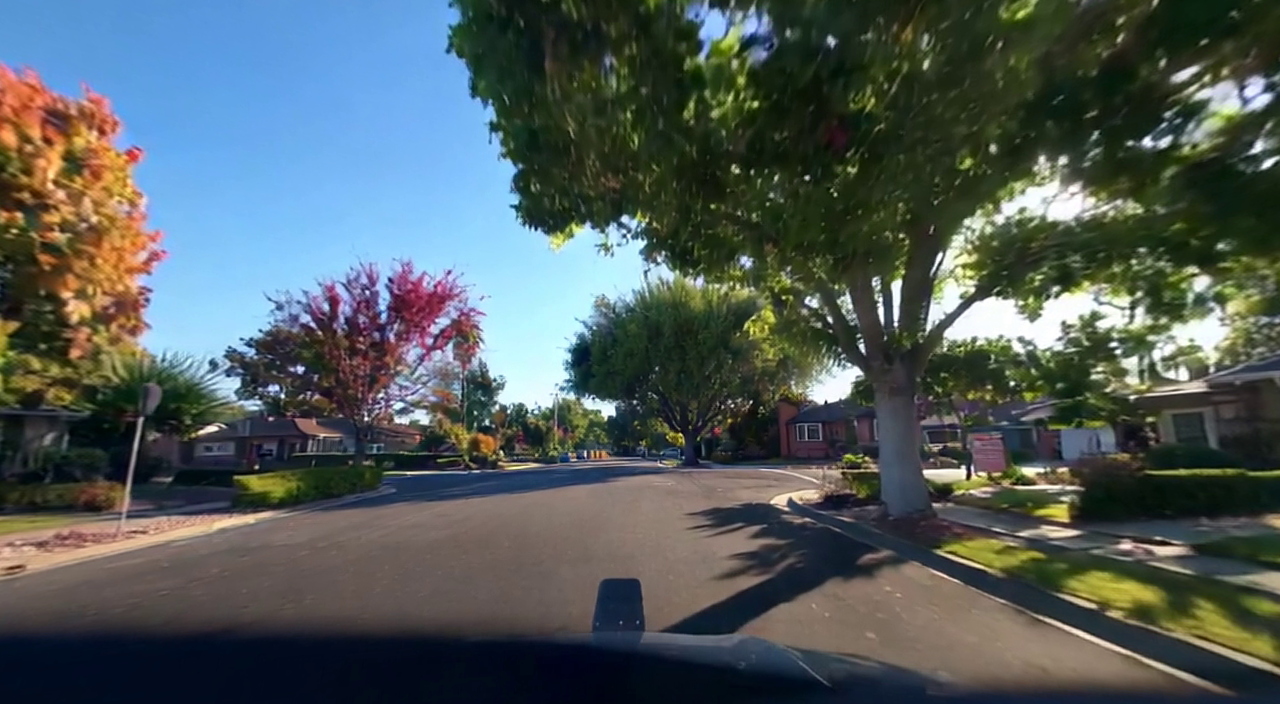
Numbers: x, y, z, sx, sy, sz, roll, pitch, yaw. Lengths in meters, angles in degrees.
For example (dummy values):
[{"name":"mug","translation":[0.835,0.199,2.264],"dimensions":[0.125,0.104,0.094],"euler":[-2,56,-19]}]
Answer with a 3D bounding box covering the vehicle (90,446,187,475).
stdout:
[{"name":"vehicle","translation":[-30.228,6.565,38.177],"dimensions":[4.023,1.692,2.024],"euler":[0,-11,-2]}]
